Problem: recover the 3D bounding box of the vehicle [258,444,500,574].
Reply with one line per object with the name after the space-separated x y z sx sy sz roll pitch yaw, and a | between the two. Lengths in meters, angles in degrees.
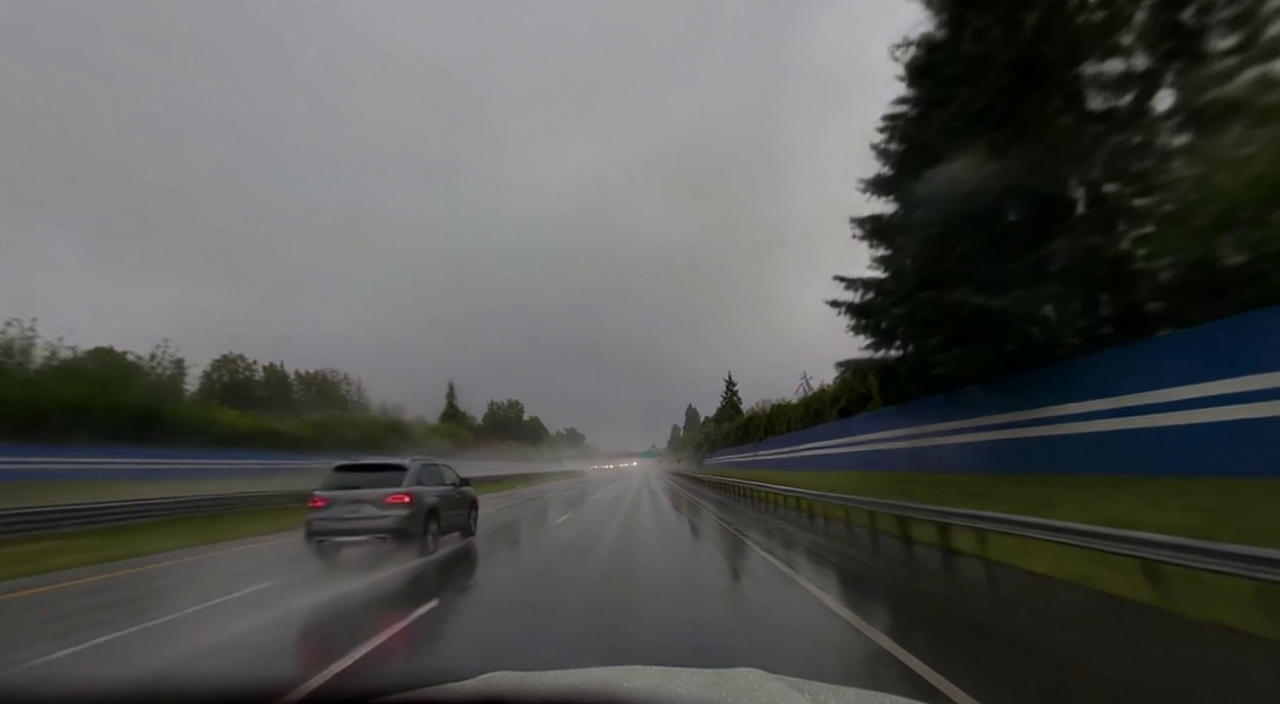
-3.594 2.256 9.595 1.985 1.515 3.839 1 -11 0 | vehicle
